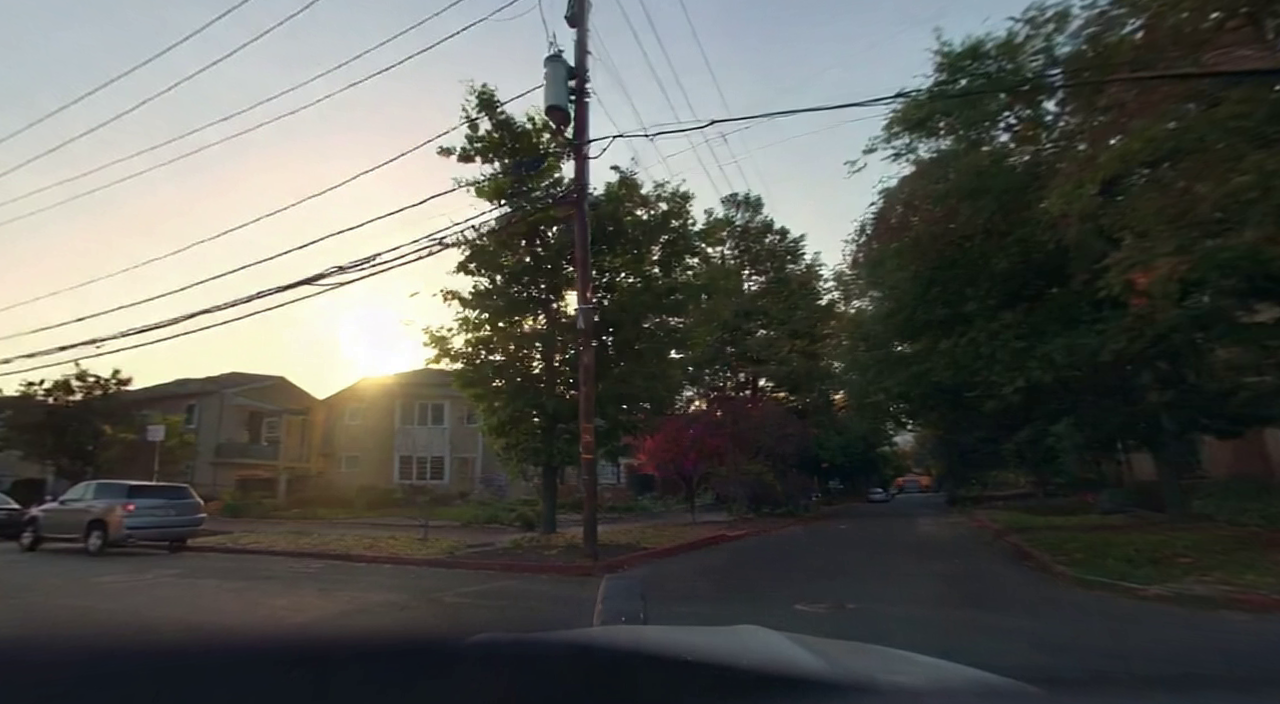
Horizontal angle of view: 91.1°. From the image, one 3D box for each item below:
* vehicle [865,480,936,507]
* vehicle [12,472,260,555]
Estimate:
[{"bbox_3d":[19.231,10.436,46.427,4.700,1.677,1.927,-4,-10,24],"label":"vehicle"},{"bbox_3d":[-11.781,3.737,14.695,5.170,1.626,2.272,-7,-13,24],"label":"vehicle"}]
